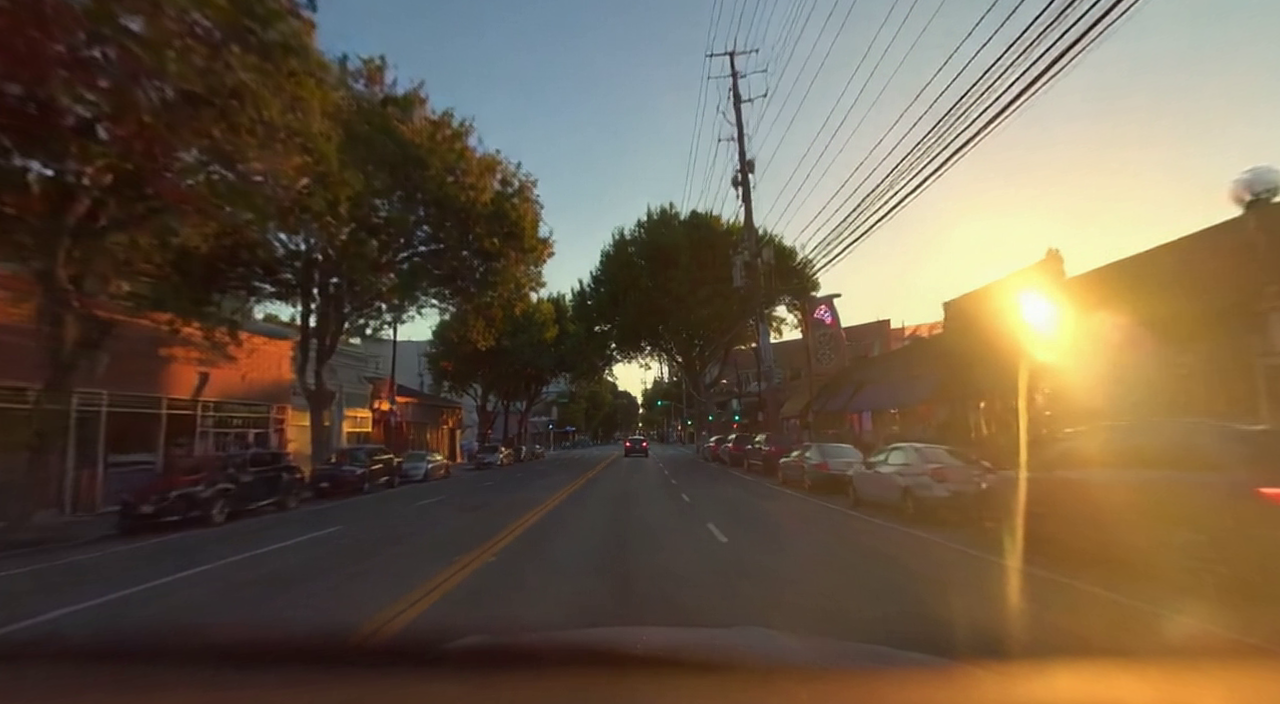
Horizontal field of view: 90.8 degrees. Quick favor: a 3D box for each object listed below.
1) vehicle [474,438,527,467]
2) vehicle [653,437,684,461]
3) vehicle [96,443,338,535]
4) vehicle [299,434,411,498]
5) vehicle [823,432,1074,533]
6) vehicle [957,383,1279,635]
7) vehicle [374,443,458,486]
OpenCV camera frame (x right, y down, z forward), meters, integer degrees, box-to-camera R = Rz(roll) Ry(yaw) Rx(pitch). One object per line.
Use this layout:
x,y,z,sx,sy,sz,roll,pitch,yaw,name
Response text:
-9.665,7.060,44.283,2.305,1.883,5.580,-1,-9,1,vehicle
1.997,6.907,45.212,1.998,1.580,4.015,0,-8,-1,vehicle
-9.906,3.182,15.615,2.081,1.819,5.607,-1,-8,0,vehicle
-10.075,4.042,22.824,2.020,2.013,4.758,0,-8,-3,vehicle
5.415,2.345,12.137,2.163,1.484,5.019,0,-8,-2,vehicle
5.587,1.385,6.368,2.042,1.787,5.110,-1,-8,-1,vehicle
-10.082,5.058,28.962,1.988,1.718,5.661,0,-8,-2,vehicle
